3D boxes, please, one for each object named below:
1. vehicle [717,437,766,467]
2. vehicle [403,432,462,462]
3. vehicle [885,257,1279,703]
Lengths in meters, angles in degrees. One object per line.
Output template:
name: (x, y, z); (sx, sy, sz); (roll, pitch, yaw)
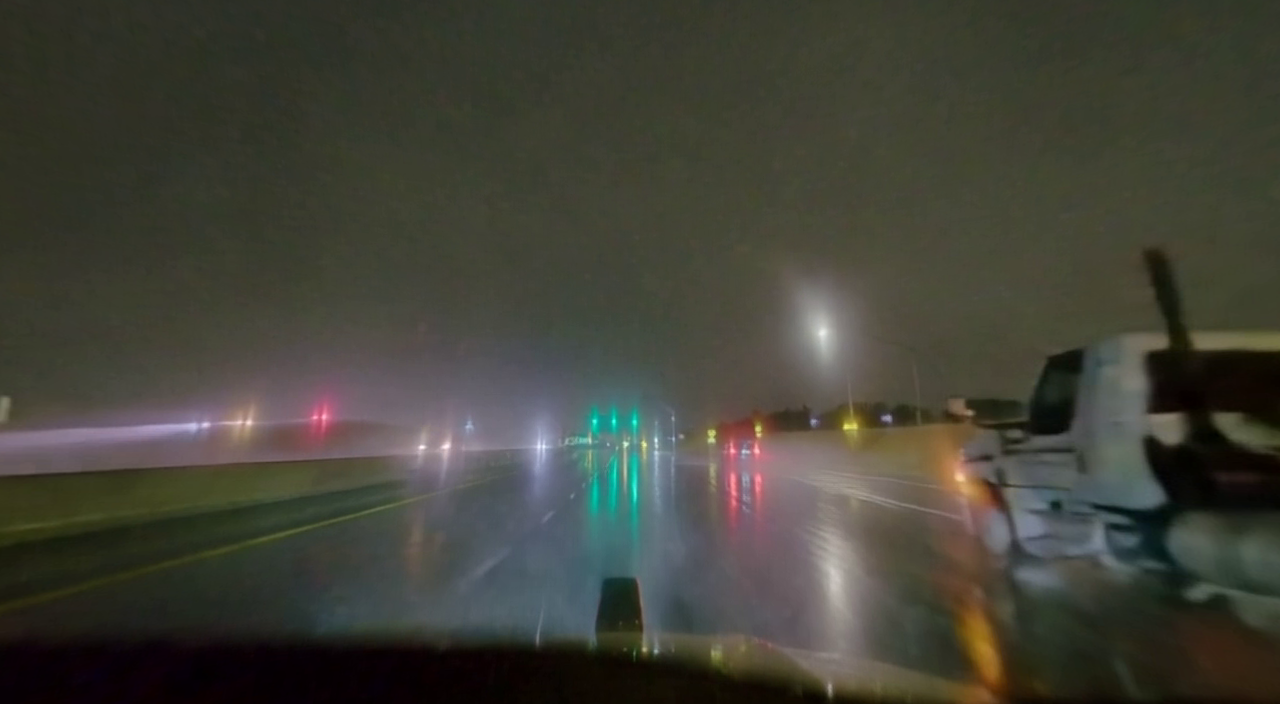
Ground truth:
vehicle: (6.228, 6.195, 39.221); (2.104, 1.723, 4.538); (0, -9, -2)
vehicle: (-14.529, 6.679, 44.599); (2.499, 1.964, 5.176); (0, -9, -2)
vehicle: (3.800, 0.643, 1.942); (2.981, 2.053, 7.897); (0, -9, 0)
